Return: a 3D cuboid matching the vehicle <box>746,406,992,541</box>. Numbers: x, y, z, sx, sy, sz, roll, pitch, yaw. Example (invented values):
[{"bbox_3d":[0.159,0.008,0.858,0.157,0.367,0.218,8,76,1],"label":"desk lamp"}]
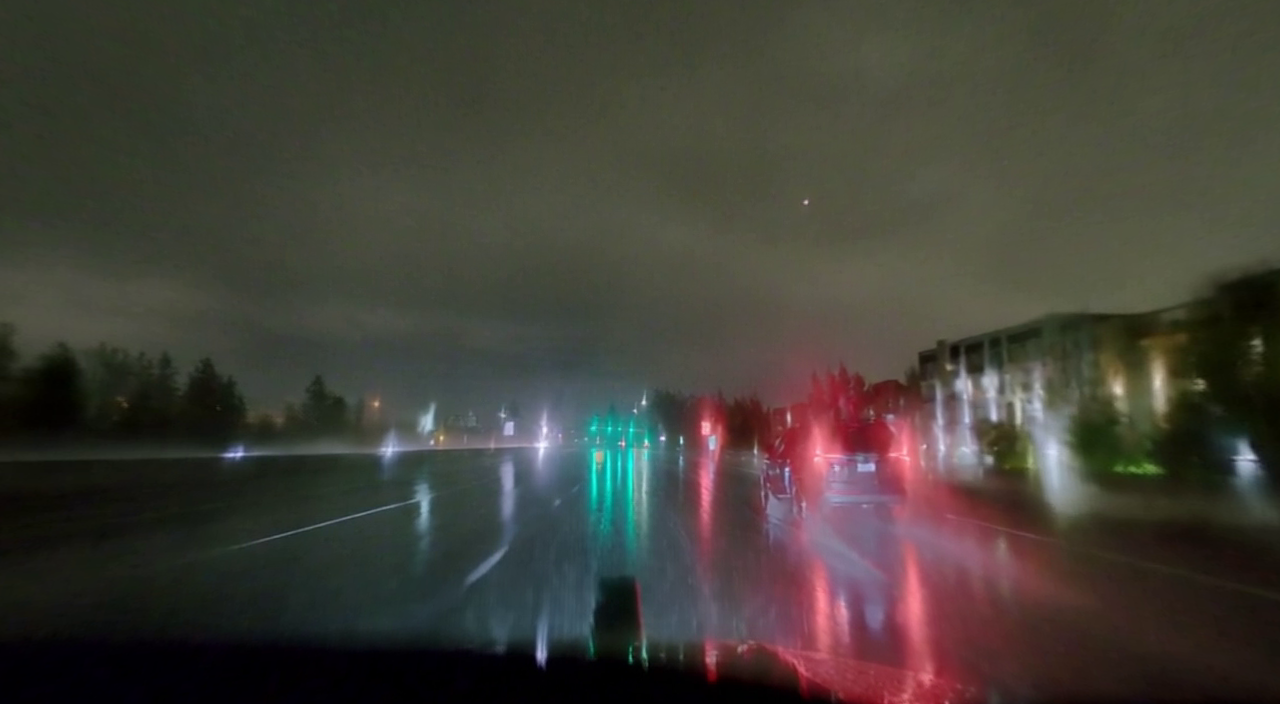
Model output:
[{"bbox_3d":[3.452,1.979,10.913,2.212,1.753,5.064,0,-9,-2],"label":"vehicle"}]
